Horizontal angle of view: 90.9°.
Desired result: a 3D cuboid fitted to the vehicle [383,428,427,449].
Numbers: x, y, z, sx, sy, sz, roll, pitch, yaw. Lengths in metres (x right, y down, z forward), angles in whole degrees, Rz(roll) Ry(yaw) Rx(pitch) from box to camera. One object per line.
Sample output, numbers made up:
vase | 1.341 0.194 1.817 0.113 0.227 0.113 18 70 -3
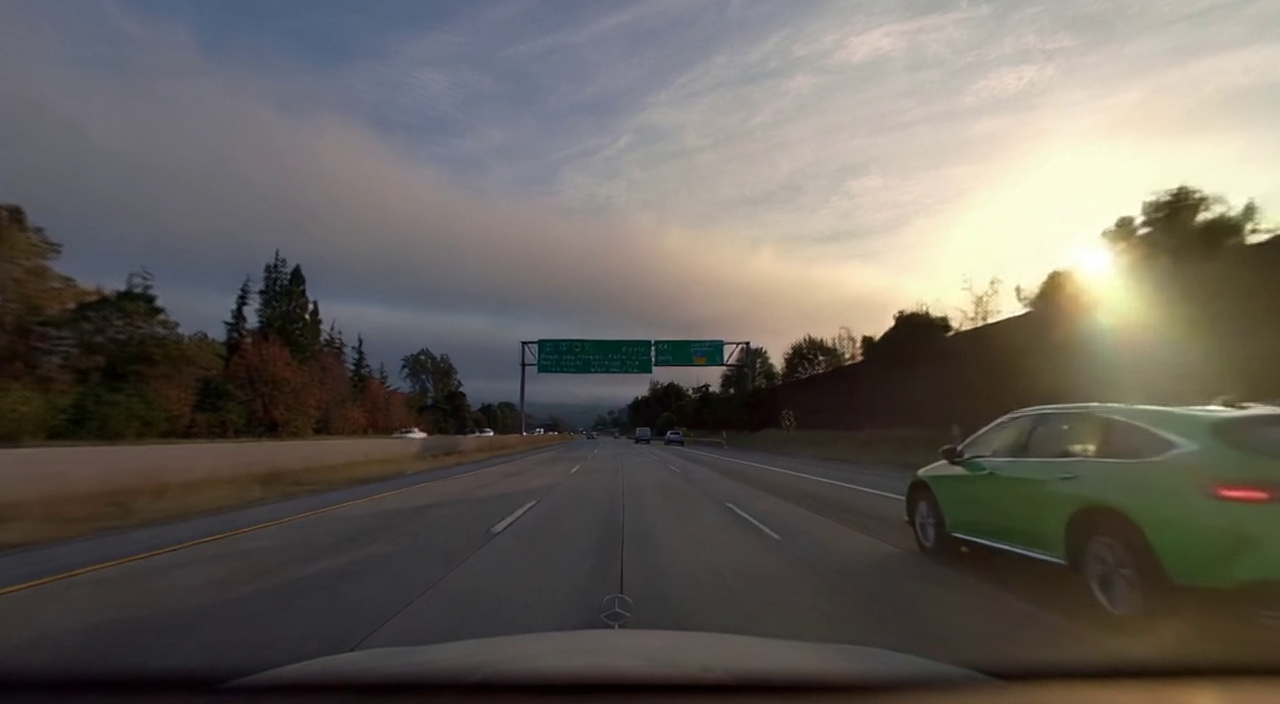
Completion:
vehicle | -16.969 6.258 45.600 1.750 1.471 3.894 0 -8 -2

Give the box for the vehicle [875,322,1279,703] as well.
vehicle | 3.505 0.961 4.235 2.107 1.642 4.331 0 -8 -1
